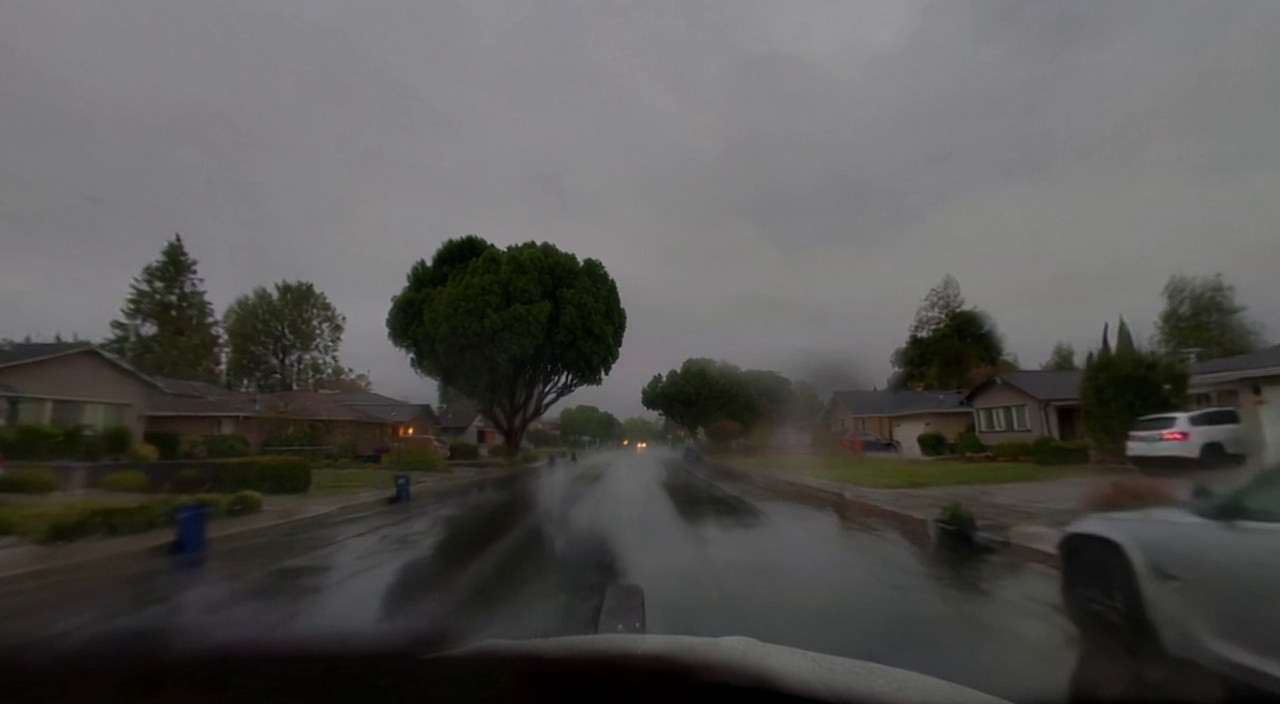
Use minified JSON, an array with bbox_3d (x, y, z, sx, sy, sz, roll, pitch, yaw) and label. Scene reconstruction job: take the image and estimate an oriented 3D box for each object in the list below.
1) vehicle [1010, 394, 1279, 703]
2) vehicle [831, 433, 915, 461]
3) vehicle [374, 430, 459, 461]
[{"bbox_3d":[3.863,0.911,2.262,2.136,1.596,4.790,0,-8,0],"label":"vehicle"},{"bbox_3d":[14.167,5.735,38.451,4.391,1.555,1.953,1,-7,-13],"label":"vehicle"},{"bbox_3d":[-15.307,6.470,43.433,5.003,1.805,2.041,10,-13,-37],"label":"vehicle"}]
